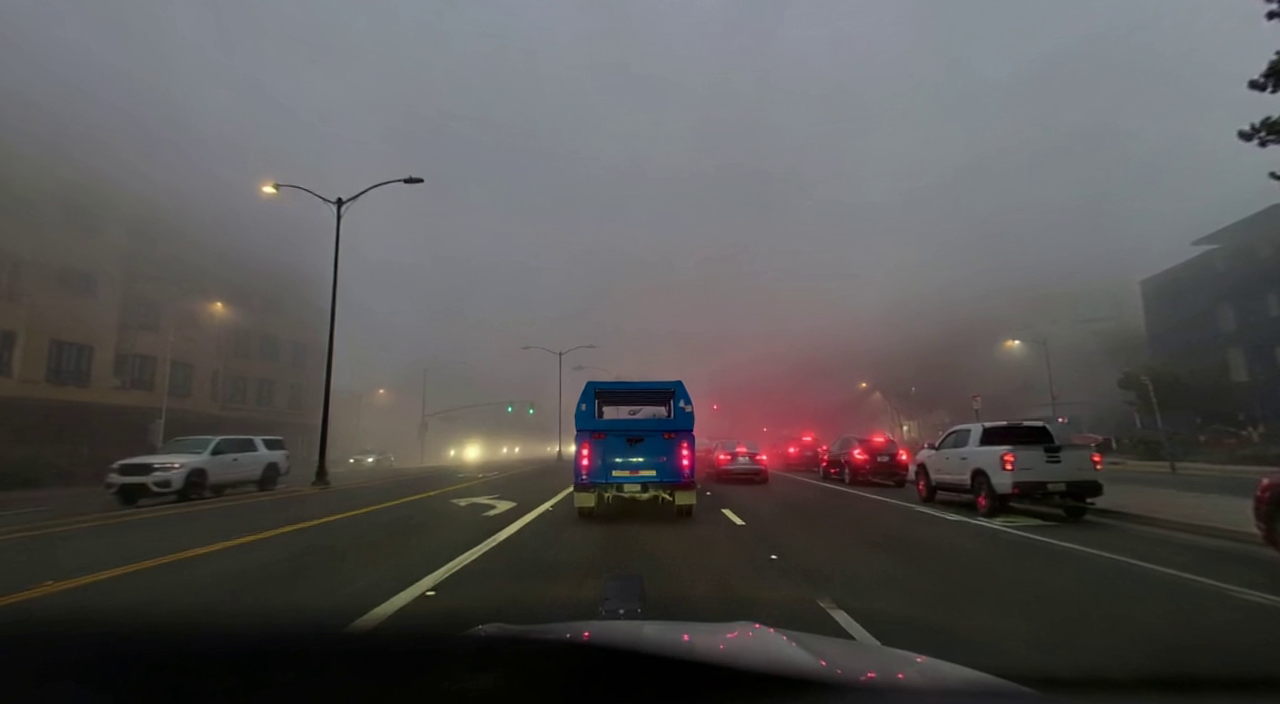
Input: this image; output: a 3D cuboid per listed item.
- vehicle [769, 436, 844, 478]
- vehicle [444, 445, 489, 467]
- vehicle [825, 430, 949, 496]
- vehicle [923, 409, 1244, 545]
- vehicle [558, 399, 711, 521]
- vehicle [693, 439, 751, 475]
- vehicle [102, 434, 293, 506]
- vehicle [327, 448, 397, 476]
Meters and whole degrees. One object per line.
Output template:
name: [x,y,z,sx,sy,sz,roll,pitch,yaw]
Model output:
vehicle: [7.098,4.505,27.398,1.953,1.665,4.327,0,-9,-1]
vehicle: [-12.259,7.362,44.908,1.906,1.461,4.333,0,-9,1]
vehicle: [7.103,3.236,18.742,1.931,1.692,4.267,0,-9,0]
vehicle: [6.848,1.975,10.589,2.023,1.771,4.488,0,-9,-1]
vehicle: [-0.120,2.322,14.000,2.682,2.117,5.706,0,-9,0]
vehicle: [3.585,4.707,28.423,1.960,1.474,4.279,0,-9,-1]
vehicle: [-11.708,3.122,17.194,2.028,1.693,4.331,0,-9,0]
vehicle: [-16.056,6.328,36.764,1.910,1.485,4.802,0,-9,0]
